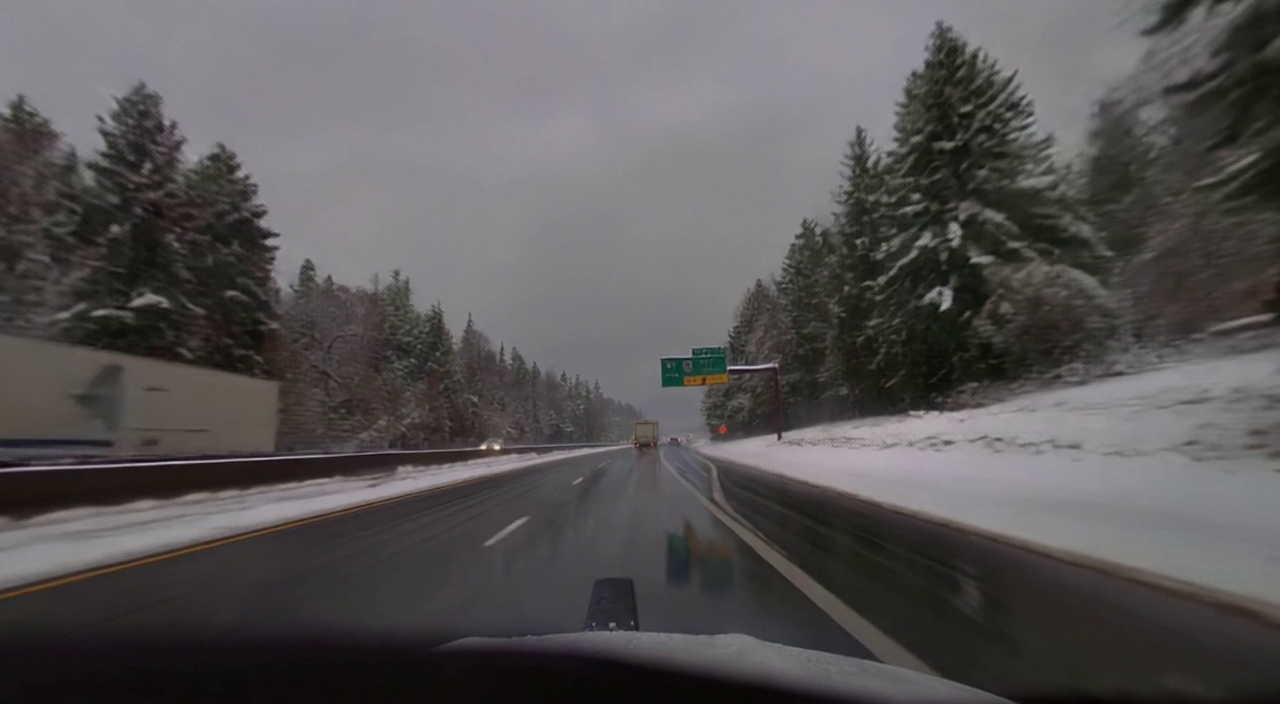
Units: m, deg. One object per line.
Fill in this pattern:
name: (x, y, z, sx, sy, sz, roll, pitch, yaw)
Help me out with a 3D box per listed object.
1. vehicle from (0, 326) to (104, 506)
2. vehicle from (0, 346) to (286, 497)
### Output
vehicle: (-15.318, 1.029, 11.089, 2.921, 3.864, 9.988, 0, -8, 0)
vehicle: (-15.380, 2.365, 20.574, 2.832, 3.910, 8.114, -1, -8, 0)
